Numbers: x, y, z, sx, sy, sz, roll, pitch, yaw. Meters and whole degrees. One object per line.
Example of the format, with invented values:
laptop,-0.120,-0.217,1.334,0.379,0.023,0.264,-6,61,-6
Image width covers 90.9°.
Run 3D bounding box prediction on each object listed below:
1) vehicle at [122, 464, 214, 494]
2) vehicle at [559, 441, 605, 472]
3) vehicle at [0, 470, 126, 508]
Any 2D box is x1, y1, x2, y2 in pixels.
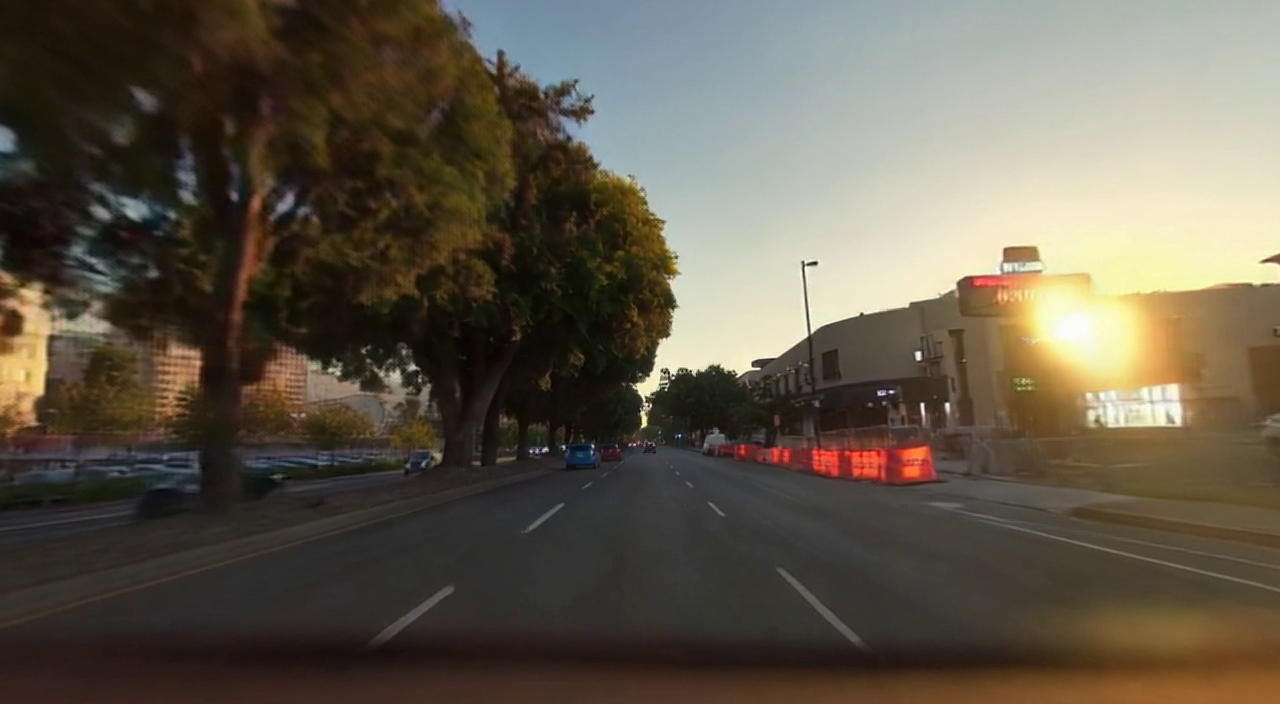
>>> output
vehicle,-30.053,8.070,40.221,4.492,1.450,1.833,3,-11,-42
vehicle,-2.880,5.324,32.289,1.926,1.442,4.231,0,-8,0
vehicle,-30.309,7.115,33.089,4.831,1.621,2.138,8,-12,-44
